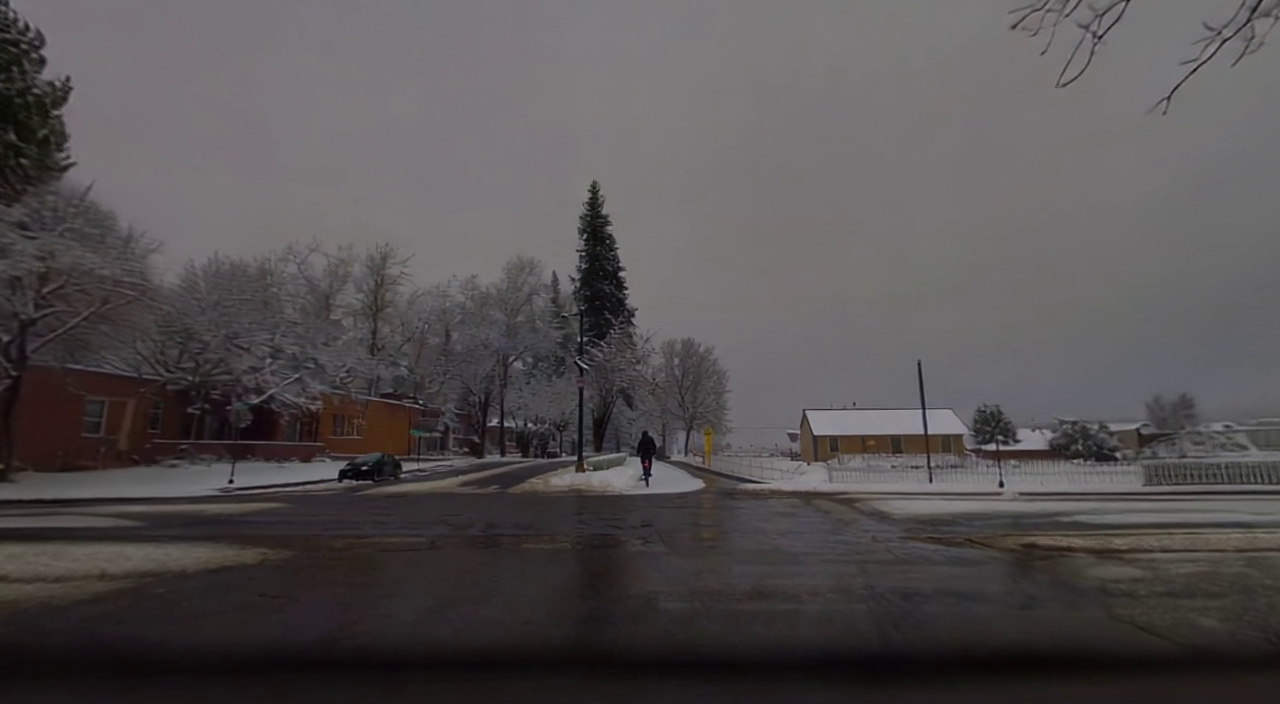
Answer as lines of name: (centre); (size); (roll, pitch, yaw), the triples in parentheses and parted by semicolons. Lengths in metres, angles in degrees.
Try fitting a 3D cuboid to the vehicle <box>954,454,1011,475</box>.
vehicle: (26.316, 8.626, 48.505); (3.794, 1.403, 1.636); (2, -8, -19)
